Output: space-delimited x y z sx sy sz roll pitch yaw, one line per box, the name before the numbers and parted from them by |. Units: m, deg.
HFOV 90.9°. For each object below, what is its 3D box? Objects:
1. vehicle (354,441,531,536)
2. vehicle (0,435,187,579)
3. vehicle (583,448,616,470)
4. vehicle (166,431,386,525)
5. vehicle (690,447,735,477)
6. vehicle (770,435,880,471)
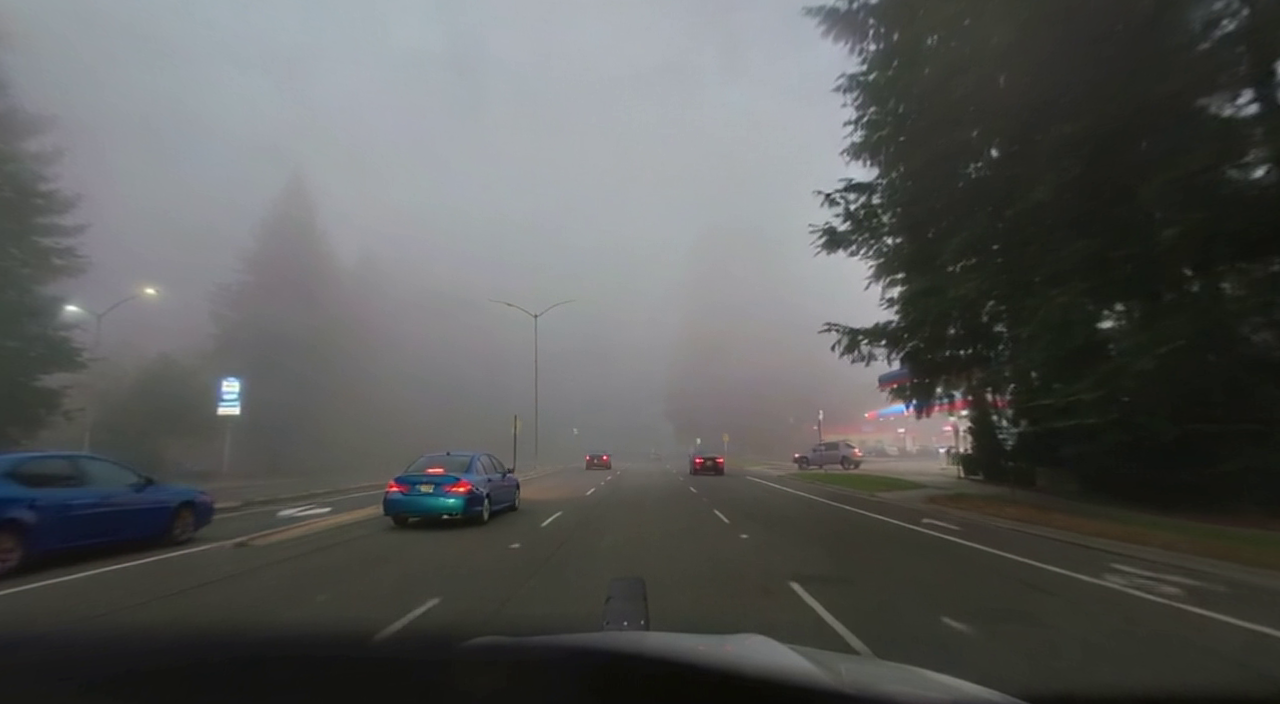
vehicle | -3.481 2.483 12.133 1.803 1.463 4.422 0 -9 2
vehicle | -8.413 1.950 8.092 1.922 1.660 4.332 -3 -8 1
vehicle | -2.736 7.363 43.582 1.841 1.474 4.038 0 -9 2
vehicle | -8.608 3.009 15.765 2.370 1.909 5.431 0 -9 -2
vehicle | 3.684 5.659 32.724 1.883 1.465 3.975 0 -9 0
vehicle | 11.155 6.135 38.405 5.931 1.872 2.264 -3 -9 4
